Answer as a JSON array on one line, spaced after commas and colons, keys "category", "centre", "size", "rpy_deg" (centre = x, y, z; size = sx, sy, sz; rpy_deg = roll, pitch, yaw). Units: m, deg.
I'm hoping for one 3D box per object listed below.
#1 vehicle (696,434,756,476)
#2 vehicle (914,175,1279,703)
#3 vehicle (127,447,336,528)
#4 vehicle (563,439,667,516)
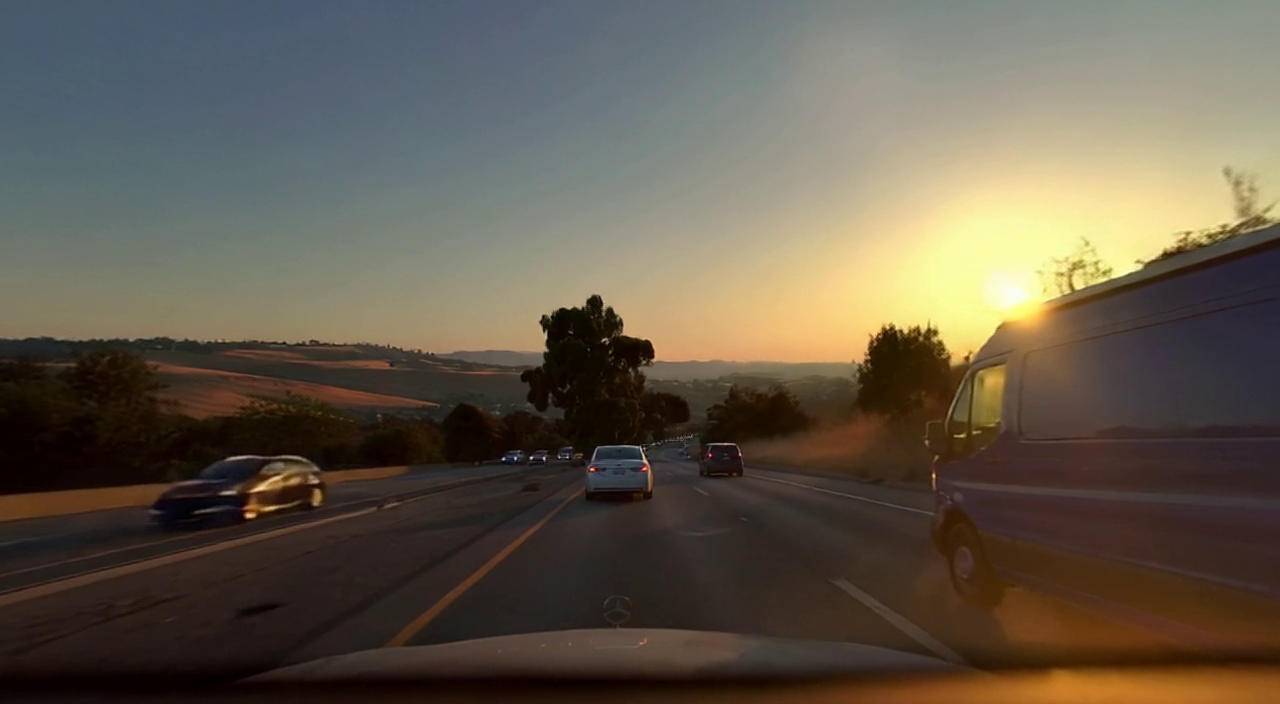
[{"category": "vehicle", "centre": [4.240, 5.190, 31.730], "size": [2.261, 1.952, 4.784], "rpy_deg": [0, -9, -1]}, {"category": "vehicle", "centre": [3.861, 0.533, 2.930], "size": [2.399, 2.421, 5.829], "rpy_deg": [0, -9, -1]}, {"category": "vehicle", "centre": [-8.729, 2.880, 13.934], "size": [1.894, 1.505, 4.103], "rpy_deg": [0, -9, 0]}, {"category": "vehicle", "centre": [-0.505, 2.751, 14.172], "size": [2.029, 1.483, 3.769], "rpy_deg": [0, -9, 0]}]
